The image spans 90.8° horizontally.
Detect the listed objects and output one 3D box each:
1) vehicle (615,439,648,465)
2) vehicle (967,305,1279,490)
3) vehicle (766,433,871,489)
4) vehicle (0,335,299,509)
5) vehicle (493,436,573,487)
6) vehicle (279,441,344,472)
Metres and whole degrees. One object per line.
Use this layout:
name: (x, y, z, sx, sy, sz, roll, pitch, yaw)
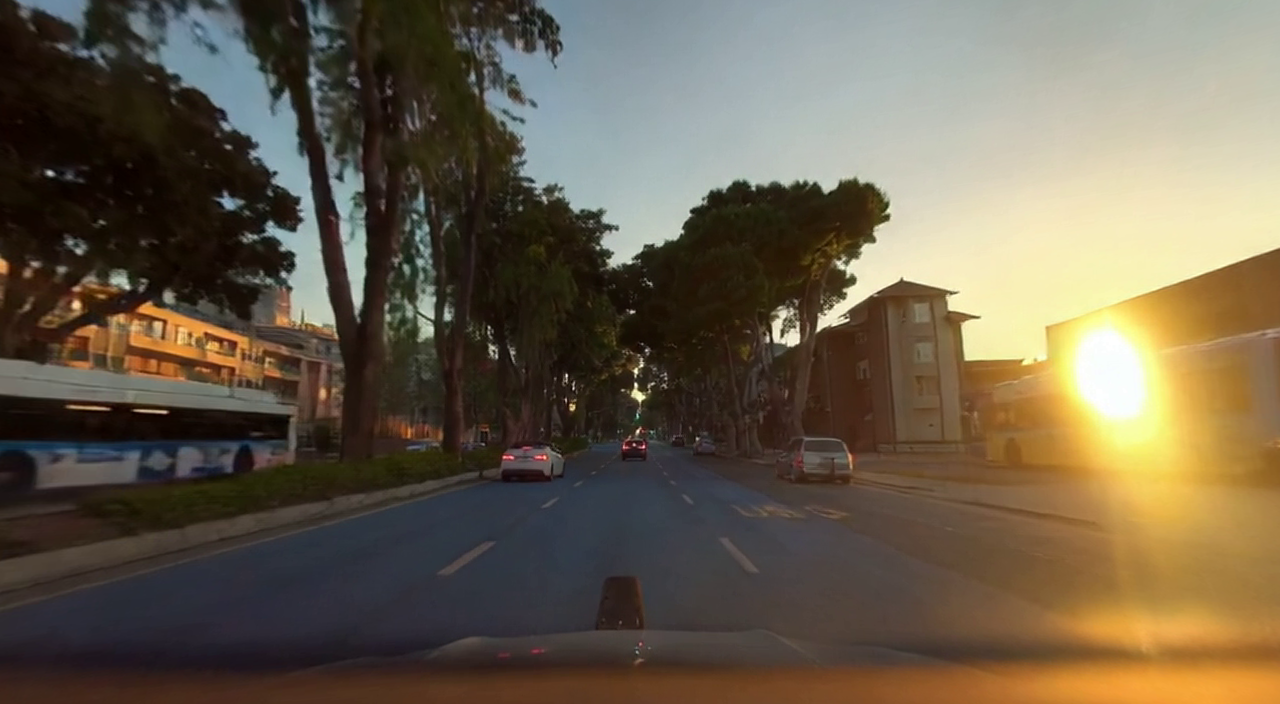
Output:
vehicle: (-0.513, 6.270, 39.807, 1.999, 1.520, 3.896, 0, -9, 0)
vehicle: (17.712, 2.010, 22.489, 3.225, 4.571, 16.558, -3, -8, 0)
vehicle: (6.352, 3.954, 23.340, 2.206, 1.803, 5.753, 0, -9, 0)
vehicle: (-15.597, 2.303, 18.956, 3.303, 3.710, 13.912, 0, -9, -1)
vehicle: (-3.505, 3.679, 21.547, 1.934, 1.522, 4.287, 0, -9, 1)
vehicle: (-21.894, 6.966, 42.392, 1.947, 1.857, 4.851, -1, -9, -3)
